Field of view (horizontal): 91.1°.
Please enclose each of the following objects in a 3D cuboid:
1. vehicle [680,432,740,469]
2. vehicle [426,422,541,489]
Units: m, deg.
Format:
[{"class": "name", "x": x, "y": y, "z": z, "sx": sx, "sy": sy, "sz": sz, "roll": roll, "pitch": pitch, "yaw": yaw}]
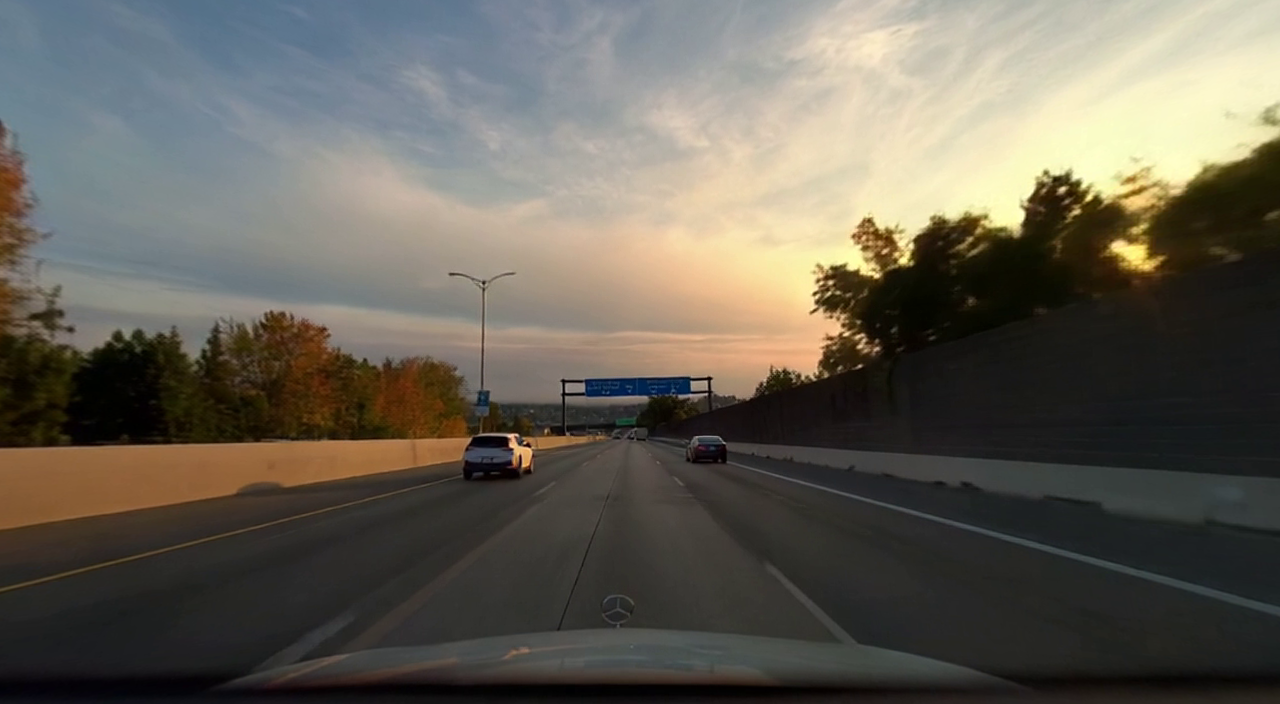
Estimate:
[{"class": "vehicle", "x": 3.048, "y": 4.381, "z": 28.401, "sx": 2.077, "sy": 1.523, "sz": 4.539, "roll": 0, "pitch": -8, "yaw": -2}, {"class": "vehicle", "x": -4.238, "y": 2.860, "z": 17.813, "sx": 2.219, "sy": 1.660, "sz": 4.153, "roll": 0, "pitch": -8, "yaw": -1}]
